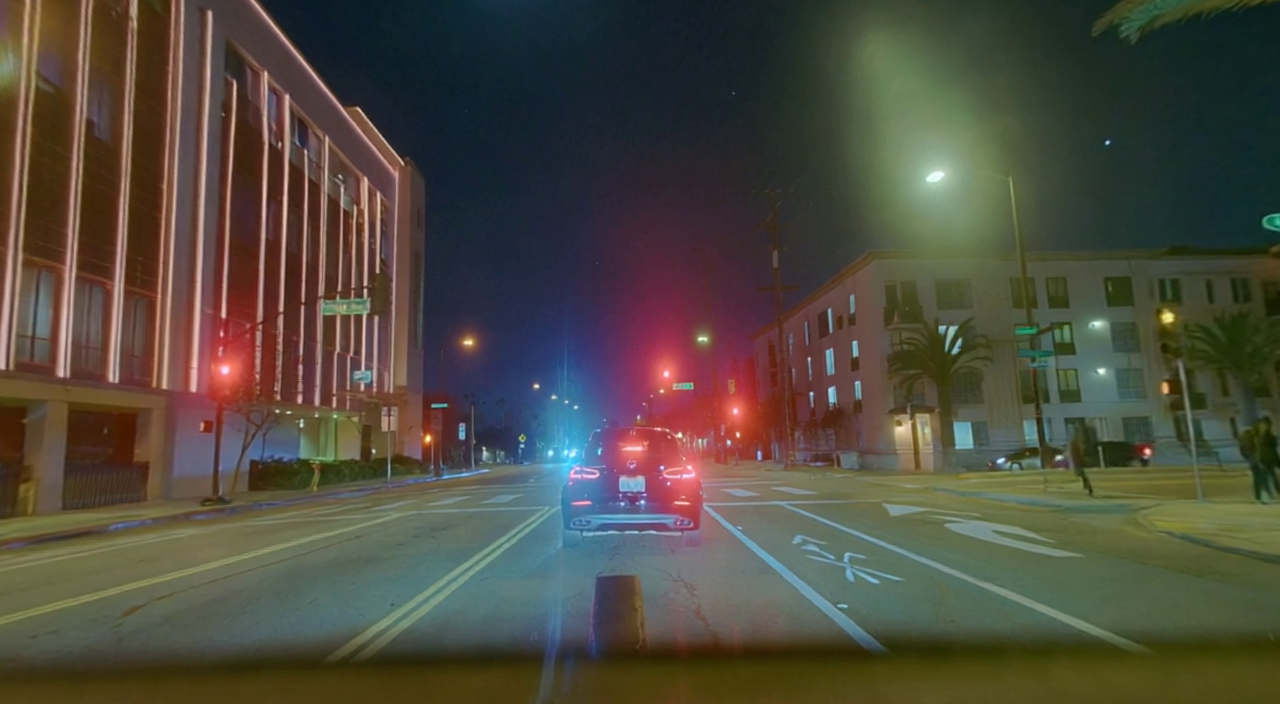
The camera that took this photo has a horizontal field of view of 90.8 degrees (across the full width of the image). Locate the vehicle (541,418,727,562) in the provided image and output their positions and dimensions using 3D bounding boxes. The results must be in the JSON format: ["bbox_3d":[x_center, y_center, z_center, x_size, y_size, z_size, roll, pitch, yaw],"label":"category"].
[{"bbox_3d":[-0.073,1.874,9.238,2.144,1.643,3.770,0,-8,0],"label":"vehicle"}]

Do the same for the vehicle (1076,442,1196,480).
[{"bbox_3d":[22.154,4.839,28.258,4.118,1.593,2.004,2,-9,-14],"label":"vehicle"}]

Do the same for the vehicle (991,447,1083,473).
[{"bbox_3d":[24.227,6.591,38.682,4.417,1.462,1.761,0,-8,-1],"label":"vehicle"}]
